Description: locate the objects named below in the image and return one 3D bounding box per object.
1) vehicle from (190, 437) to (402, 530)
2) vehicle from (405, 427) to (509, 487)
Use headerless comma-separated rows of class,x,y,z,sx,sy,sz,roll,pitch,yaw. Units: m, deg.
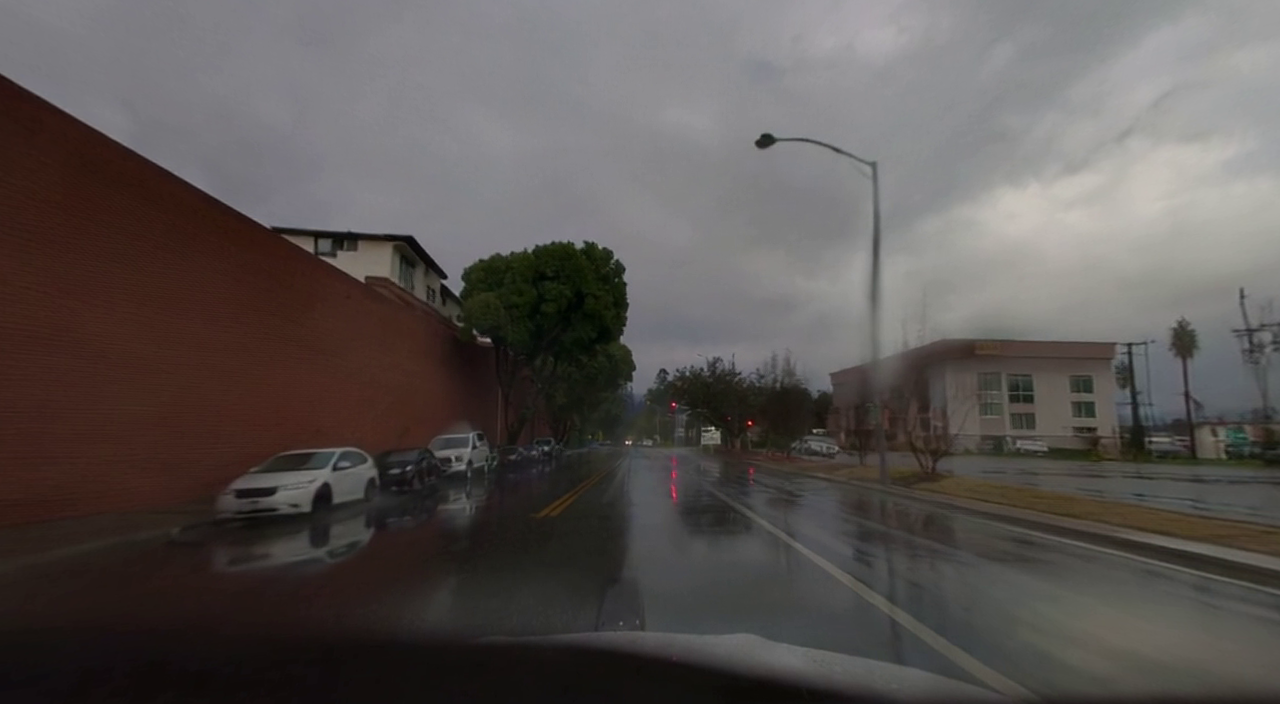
vehicle,-6.721,2.557,13.023,1.989,1.485,4.218,2,-7,0
vehicle,-6.552,3.835,23.417,2.150,1.854,5.551,2,-8,0
